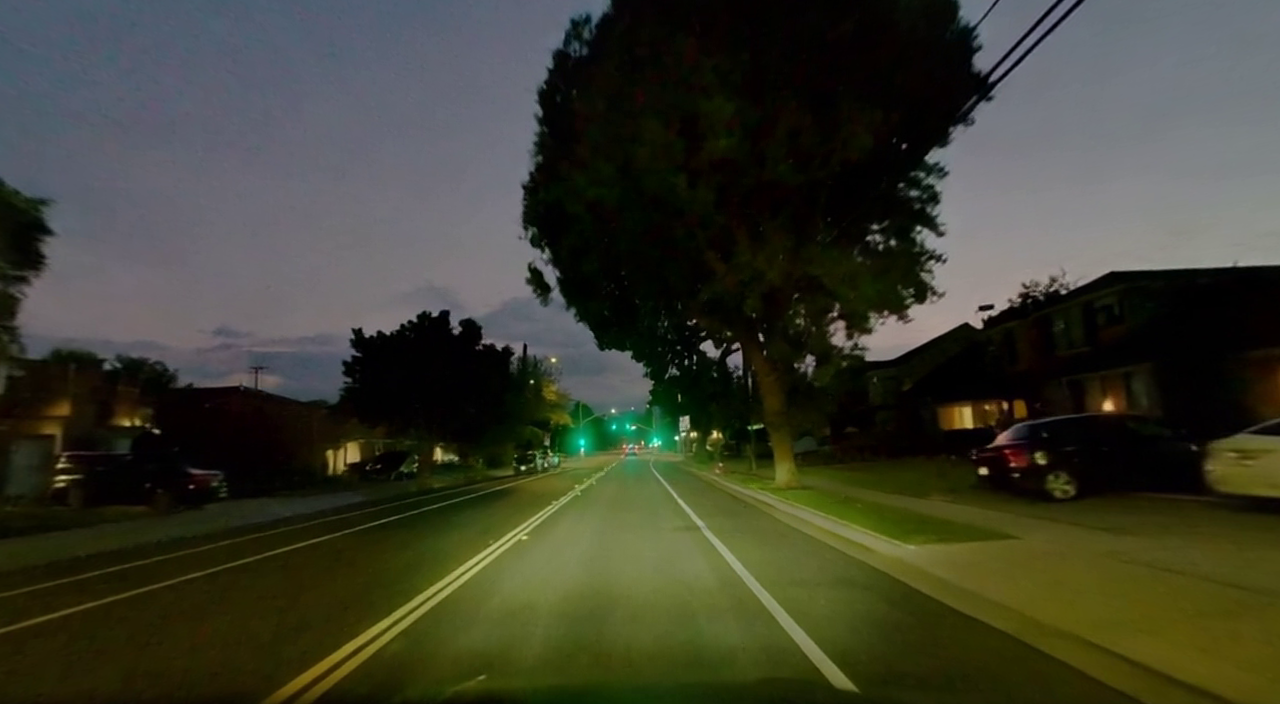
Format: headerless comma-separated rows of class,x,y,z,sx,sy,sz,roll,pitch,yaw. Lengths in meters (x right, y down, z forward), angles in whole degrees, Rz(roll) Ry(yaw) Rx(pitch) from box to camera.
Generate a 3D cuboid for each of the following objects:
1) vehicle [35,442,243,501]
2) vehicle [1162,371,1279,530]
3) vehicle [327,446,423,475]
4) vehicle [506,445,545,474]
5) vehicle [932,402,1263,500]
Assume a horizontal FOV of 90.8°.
vehicle,-15.126,3.612,19.295,4.501,1.689,2.106,0,-9,0
vehicle,9.502,1.257,8.063,3.994,1.854,1.872,1,-9,-3
vehicle,-15.299,6.282,36.582,4.651,1.615,1.961,0,-9,1
vehicle,-8.136,7.669,45.361,1.987,1.710,4.321,-4,-7,-1
vehicle,9.248,2.050,13.204,5.212,1.853,2.062,0,-9,1
